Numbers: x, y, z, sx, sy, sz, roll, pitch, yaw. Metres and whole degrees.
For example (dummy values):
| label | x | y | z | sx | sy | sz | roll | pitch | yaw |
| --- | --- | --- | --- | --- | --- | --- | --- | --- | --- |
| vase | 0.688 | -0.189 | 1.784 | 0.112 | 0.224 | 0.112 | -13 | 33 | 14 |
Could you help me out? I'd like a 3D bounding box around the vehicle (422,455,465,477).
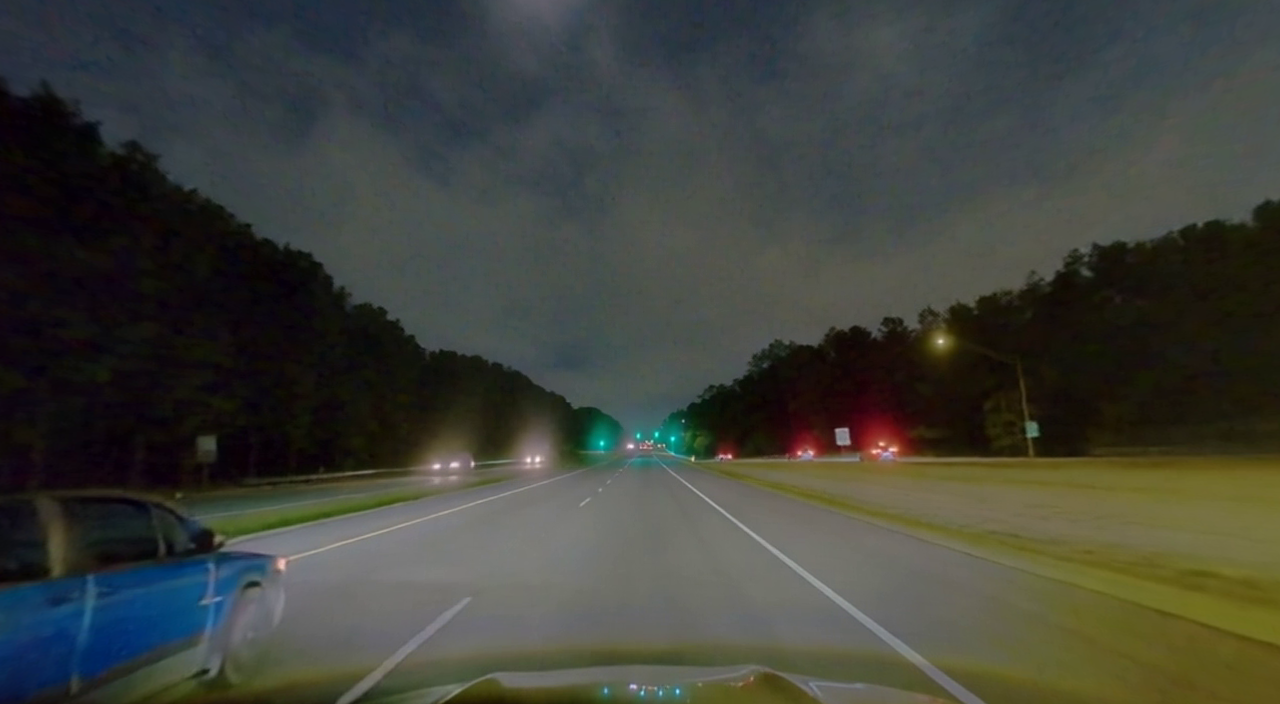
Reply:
| label | x | y | z | sx | sy | sz | roll | pitch | yaw |
| --- | --- | --- | --- | --- | --- | --- | --- | --- | --- |
| vehicle | -14.786 | 8.579 | 47.599 | 1.831 | 1.543 | 4.034 | 0 | -9 | 2 |
